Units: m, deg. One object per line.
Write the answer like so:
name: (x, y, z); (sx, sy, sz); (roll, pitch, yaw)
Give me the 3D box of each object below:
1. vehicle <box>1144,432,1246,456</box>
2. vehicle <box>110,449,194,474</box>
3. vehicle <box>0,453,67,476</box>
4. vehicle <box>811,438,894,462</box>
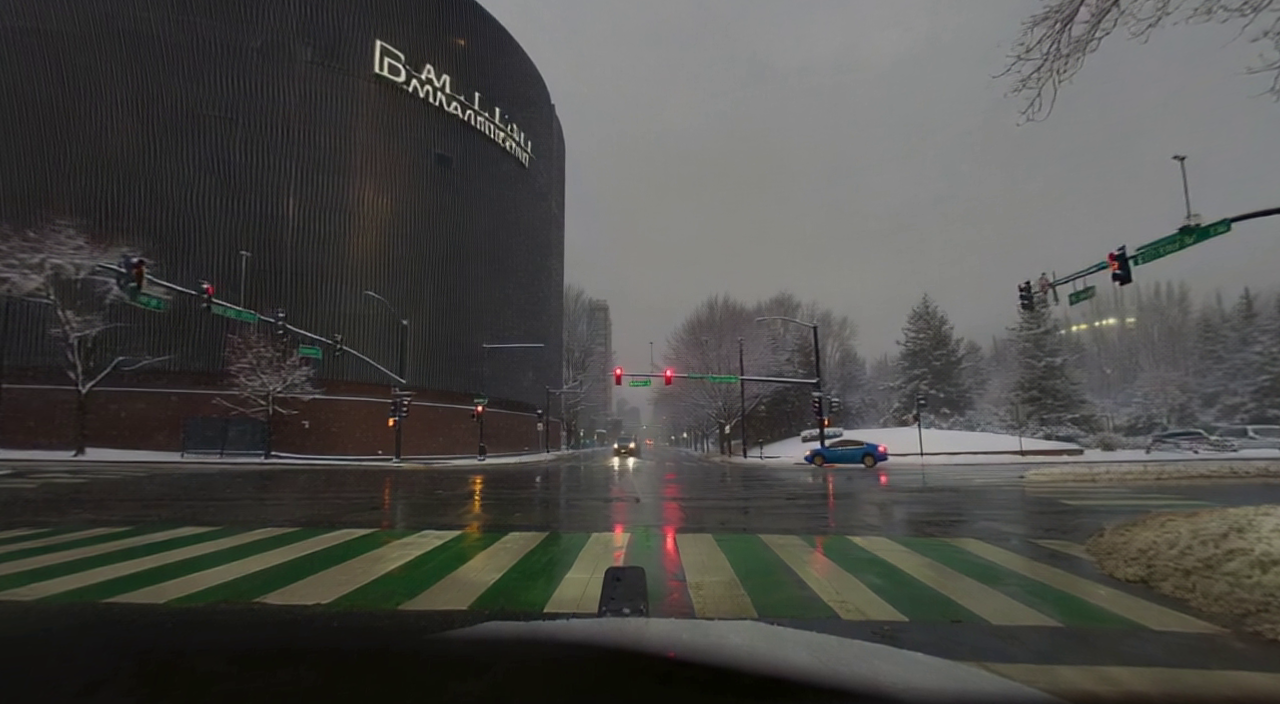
vehicle: (36.176, 6.017, 41.180); (4.767, 1.456, 1.858); (-1, -8, 3)
vehicle: (-33.067, 7.401, 42.768); (4.136, 1.661, 1.857); (0, -8, 1)
vehicle: (-41.649, 7.635, 42.781); (3.698, 1.467, 1.779); (0, -8, 1)
vehicle: (13.164, 6.108, 39.261); (4.529, 1.457, 1.981); (-1, -9, 8)
